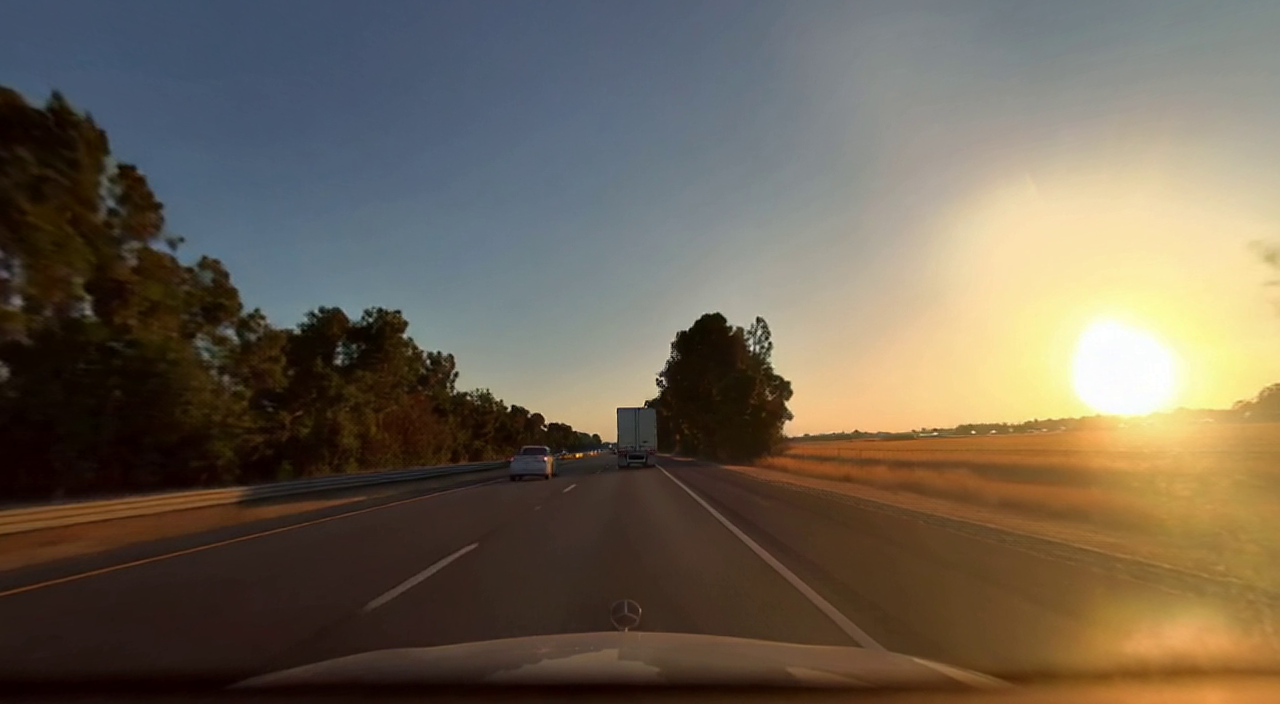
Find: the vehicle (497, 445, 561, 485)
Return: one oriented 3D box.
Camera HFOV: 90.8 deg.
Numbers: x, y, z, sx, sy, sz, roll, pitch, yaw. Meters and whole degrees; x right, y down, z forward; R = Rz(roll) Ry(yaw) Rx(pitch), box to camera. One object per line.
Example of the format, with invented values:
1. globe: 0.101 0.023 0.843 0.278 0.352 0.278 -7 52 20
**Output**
1. vehicle: -4.515 4.667 26.246 1.937 1.493 3.779 0 -9 0
